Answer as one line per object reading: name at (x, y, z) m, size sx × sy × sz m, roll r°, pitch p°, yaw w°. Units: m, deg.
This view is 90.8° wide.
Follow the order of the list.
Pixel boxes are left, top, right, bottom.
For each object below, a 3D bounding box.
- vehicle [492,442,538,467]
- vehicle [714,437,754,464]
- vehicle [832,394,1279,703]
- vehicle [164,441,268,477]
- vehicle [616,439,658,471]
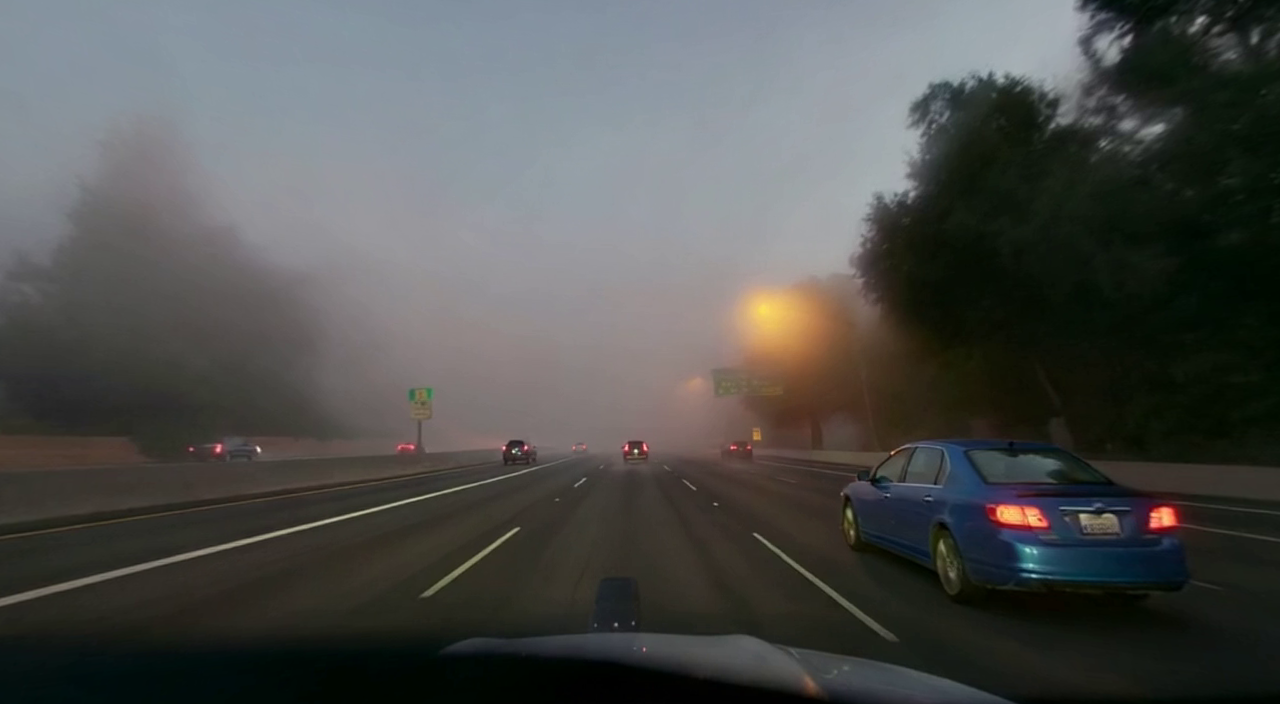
vehicle at (-8.282, 6.797, 42.160) m, size 2.028 × 1.552 × 4.922 m, roll 0°, pitch -9°, yaw 0°
vehicle at (6.983, 7.381, 47.519) m, size 2.103 × 1.898 × 5.310 m, roll 0°, pitch -9°, yaw -1°
vehicle at (3.205, 1.255, 4.600) m, size 2.072 × 1.501 × 4.694 m, roll 0°, pitch -9°, yaw -1°
vehicle at (-21.481, 5.430, 32.280) m, size 2.058 × 1.667 × 4.623 m, roll 0°, pitch -9°, yaw 0°
vehicle at (-0.183, 5.655, 34.849) m, size 2.157 × 1.642 × 4.189 m, roll 0°, pitch -9°, yaw -1°
